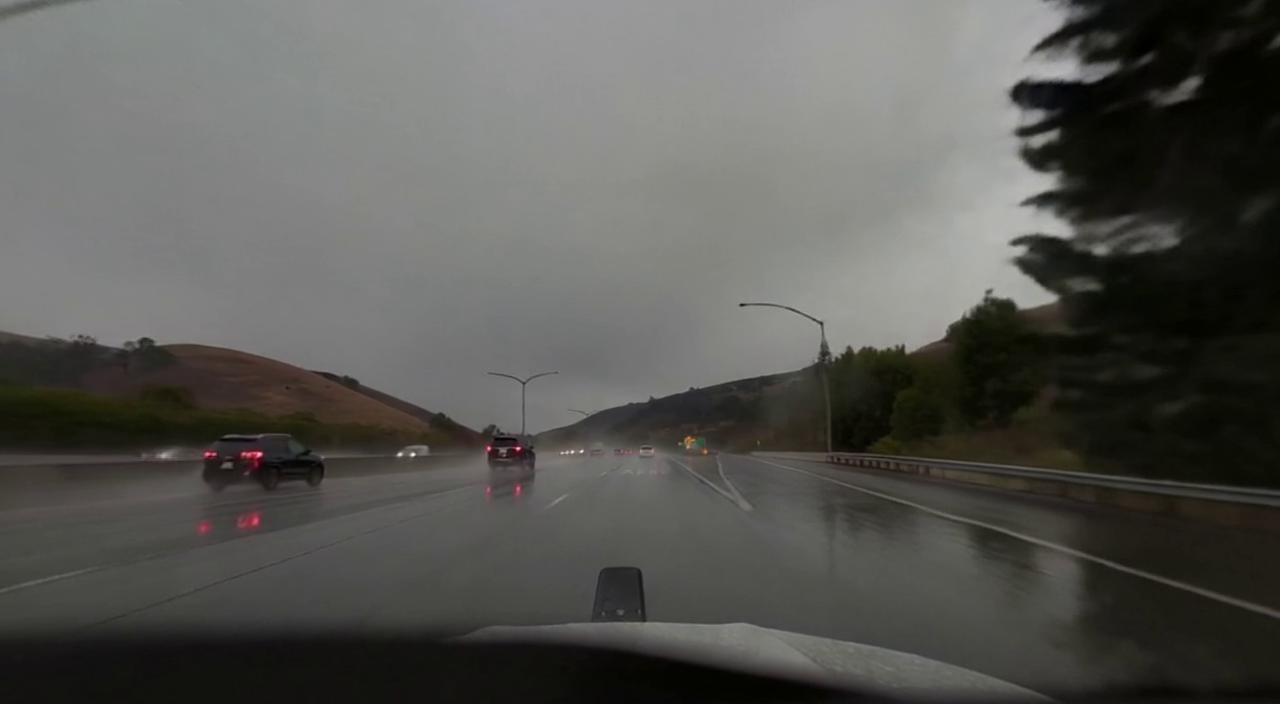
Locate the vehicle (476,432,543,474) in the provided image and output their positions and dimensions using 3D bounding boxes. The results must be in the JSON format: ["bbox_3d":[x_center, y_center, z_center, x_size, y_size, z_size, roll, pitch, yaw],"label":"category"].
[{"bbox_3d":[-6.542,5.166,32.213,2.219,1.947,4.924,0,-9,1],"label":"vehicle"}]

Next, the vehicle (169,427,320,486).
[{"bbox_3d":[-13.766,3.694,22.404,2.079,1.822,4.893,0,-9,1],"label":"vehicle"}]
